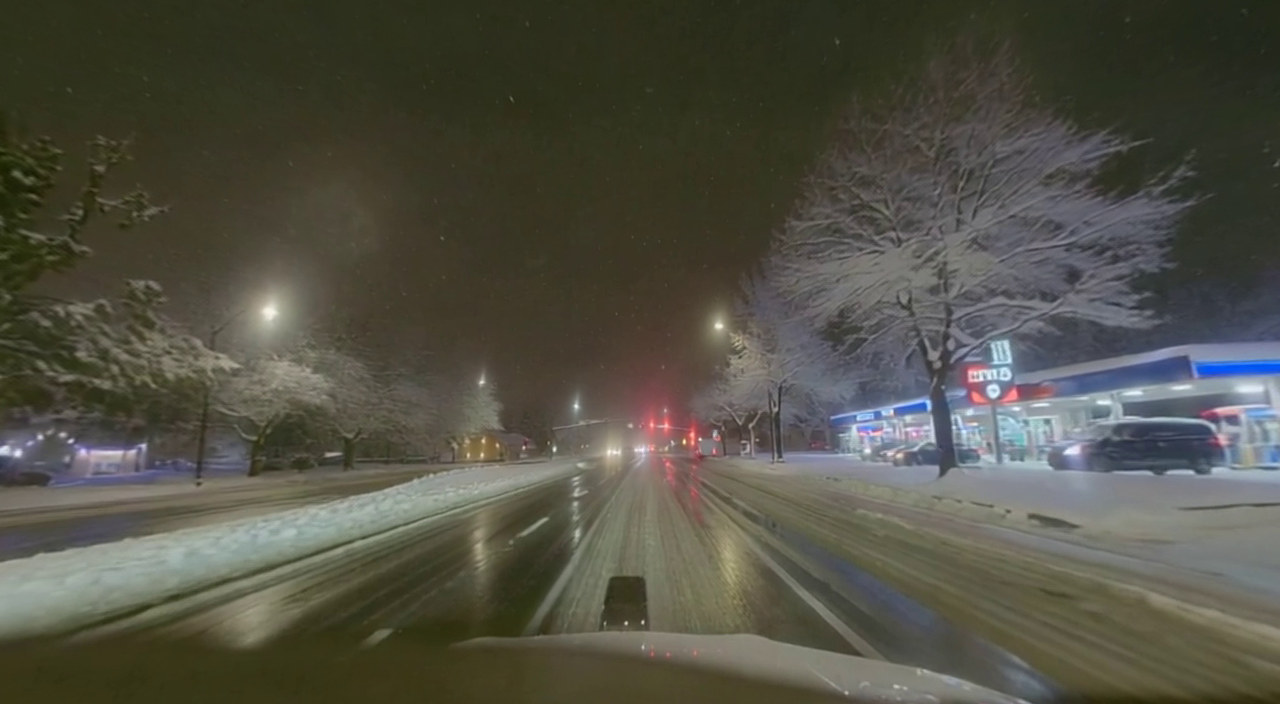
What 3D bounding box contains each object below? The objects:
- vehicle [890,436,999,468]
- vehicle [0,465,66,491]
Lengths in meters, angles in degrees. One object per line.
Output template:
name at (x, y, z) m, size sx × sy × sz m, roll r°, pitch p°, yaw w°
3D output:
vehicle at (15.318, 5.047, 31.804) m, size 4.510 × 1.517 × 2.035 m, roll 2°, pitch -9°, yaw -12°
vehicle at (-39.319, 7.945, 39.873) m, size 1.784 × 1.385 × 4.365 m, roll 0°, pitch -8°, yaw 0°
